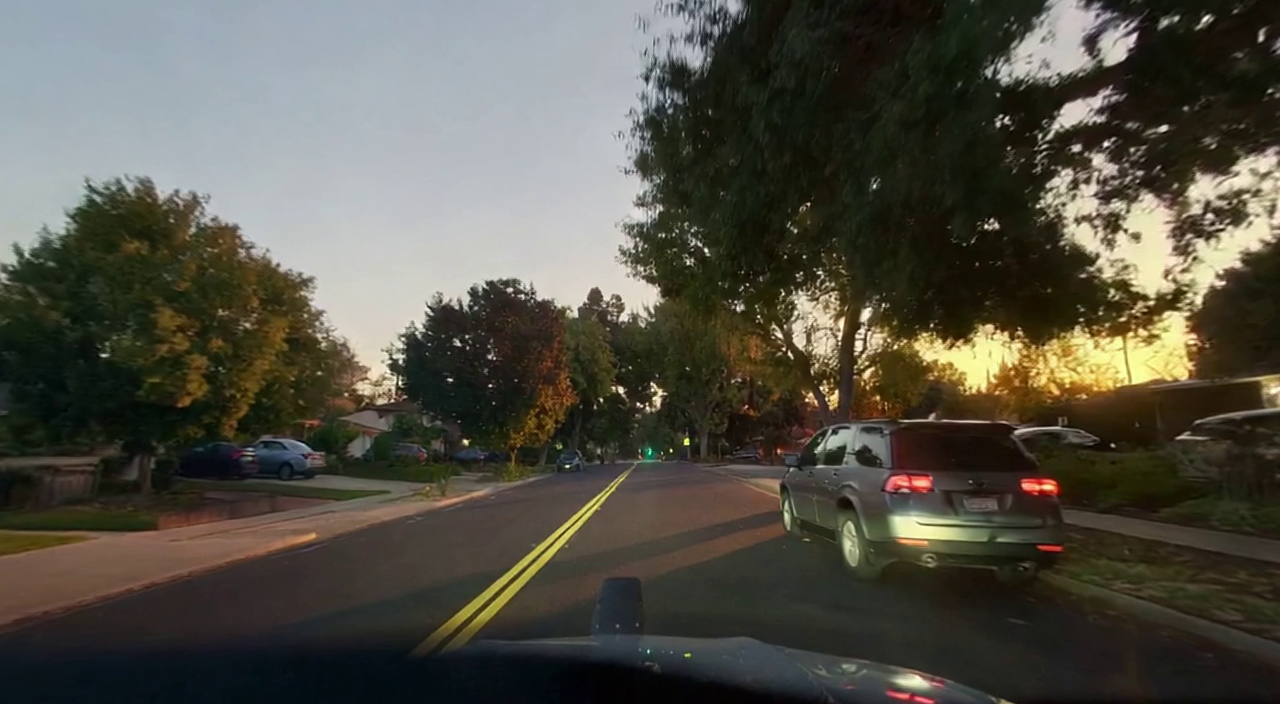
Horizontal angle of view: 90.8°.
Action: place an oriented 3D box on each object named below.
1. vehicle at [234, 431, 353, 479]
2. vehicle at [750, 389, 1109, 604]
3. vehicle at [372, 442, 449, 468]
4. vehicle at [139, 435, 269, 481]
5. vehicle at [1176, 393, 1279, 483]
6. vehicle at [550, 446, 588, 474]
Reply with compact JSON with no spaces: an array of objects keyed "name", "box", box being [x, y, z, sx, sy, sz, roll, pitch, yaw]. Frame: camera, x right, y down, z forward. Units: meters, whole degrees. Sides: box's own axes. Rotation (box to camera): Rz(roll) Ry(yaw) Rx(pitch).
[{"name":"vehicle","box":[-14.024,4.145,25.534,4.537,1.751,2.051,-5,-10,29]},{"name":"vehicle","box":[2.954,1.641,8.212,2.150,1.811,5.461,-1,-8,1]},{"name":"vehicle","box":[-14.005,6.263,38.409,4.668,1.491,1.941,-6,-10,32]},{"name":"vehicle","box":[-16.224,3.912,23.470,4.526,1.539,2.120,-5,-10,30]},{"name":"vehicle","box":[16.977,2.249,15.371,5.764,2.067,2.261,0,-9,35]},{"name":"vehicle","box":[-4.946,7.599,44.625,1.924,1.765,4.542,-4,-10,3]}]
